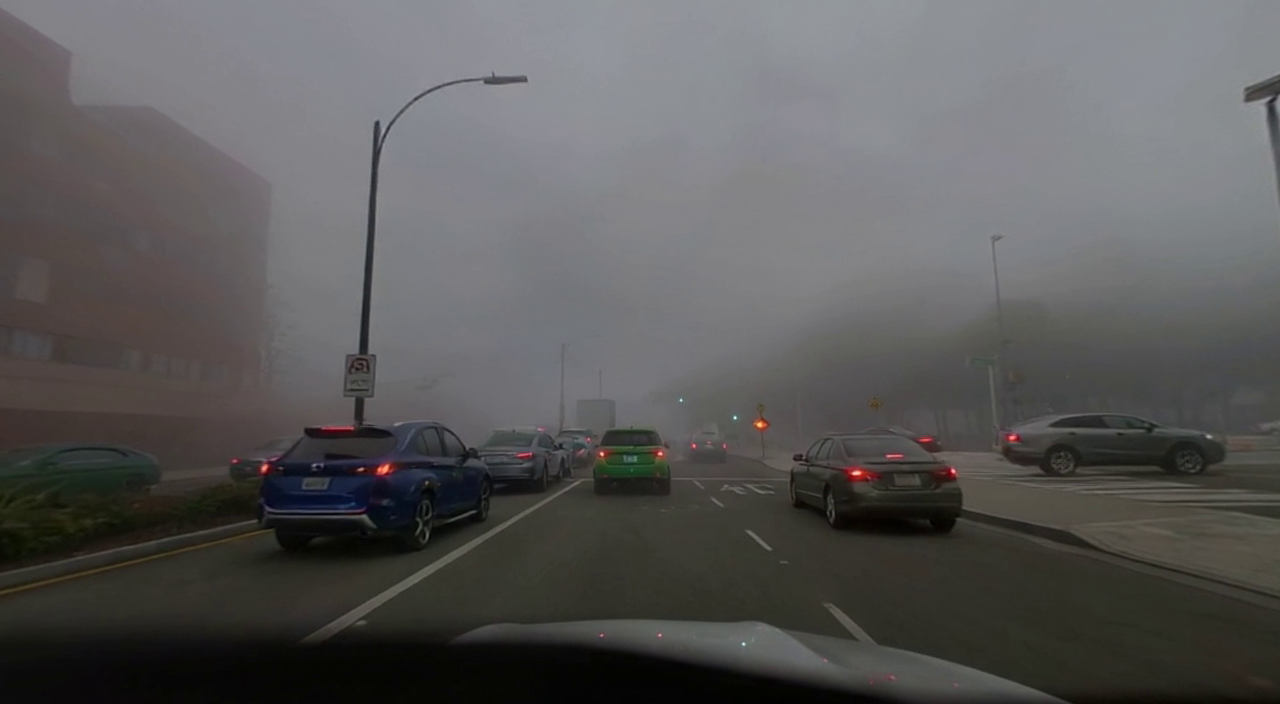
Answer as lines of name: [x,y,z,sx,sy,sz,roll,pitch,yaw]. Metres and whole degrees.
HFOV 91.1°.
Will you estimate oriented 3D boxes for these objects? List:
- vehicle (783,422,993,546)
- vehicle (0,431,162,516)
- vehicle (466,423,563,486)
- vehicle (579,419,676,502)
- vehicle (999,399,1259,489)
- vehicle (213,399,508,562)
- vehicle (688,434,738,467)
vehicle: [3.597,1.965,9.970,1.847,1.554,3.885,0,-8,2]
vehicle: [-12.397,2.399,12.793,1.843,1.509,4.301,0,-8,1]
vehicle: [-3.686,3.125,19.307,2.012,1.701,4.316,0,-8,1]
vehicle: [-0.216,2.561,15.170,2.022,1.700,4.084,0,-8,1]
vehicle: [12.525,2.396,16.408,4.991,1.978,2.090,-8,-11,42]
vehicle: [-3.417,1.671,8.844,2.047,1.710,4.314,0,-8,2]
vehicle: [3.398,4.687,29.981,1.948,1.475,4.093,0,-8,0]
